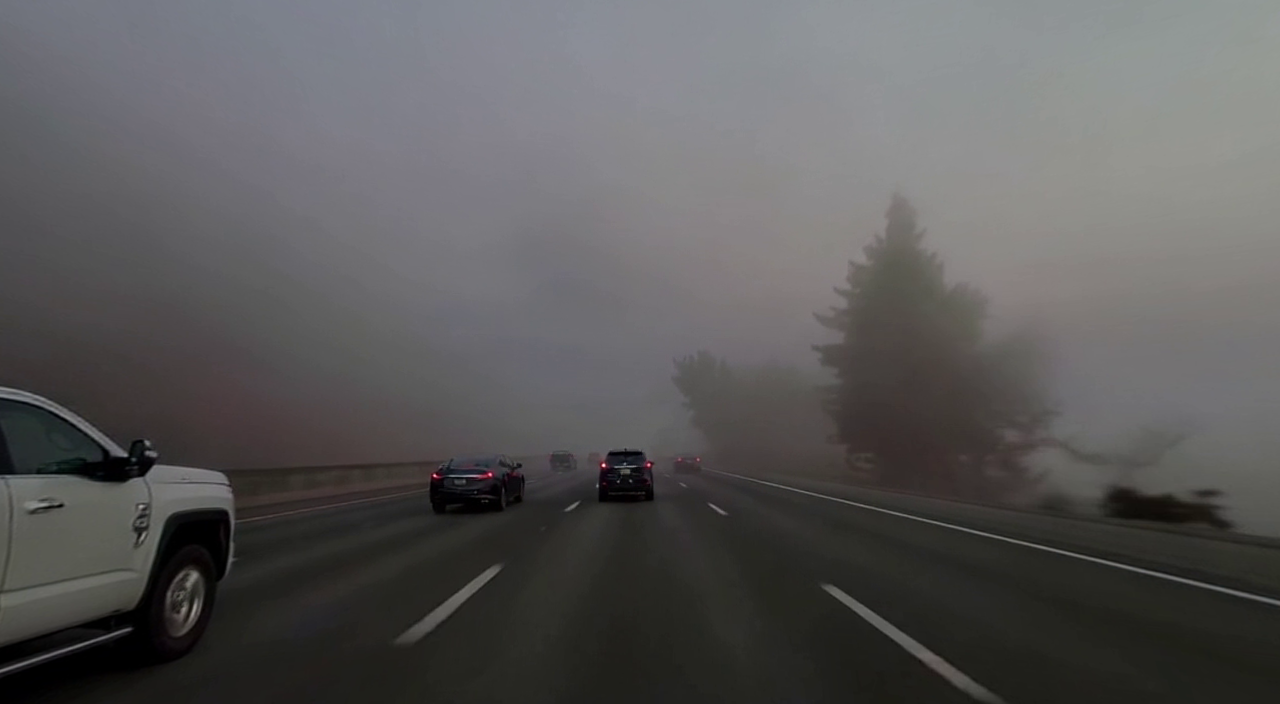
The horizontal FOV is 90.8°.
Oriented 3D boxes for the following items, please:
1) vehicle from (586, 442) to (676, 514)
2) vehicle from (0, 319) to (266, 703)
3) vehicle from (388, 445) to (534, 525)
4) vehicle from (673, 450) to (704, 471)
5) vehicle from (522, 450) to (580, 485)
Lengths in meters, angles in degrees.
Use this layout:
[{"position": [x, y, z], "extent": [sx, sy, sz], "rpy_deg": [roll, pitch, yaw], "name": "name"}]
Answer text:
[{"position": [-0.201, 3.065, 15.736], "extent": [1.996, 1.574, 3.426], "rpy_deg": [0, -9, 0], "name": "vehicle"}, {"position": [-3.949, 0.712, 2.149], "extent": [2.243, 1.889, 4.949], "rpy_deg": [0, -9, 1], "name": "vehicle"}, {"position": [-3.774, 2.884, 14.276], "extent": [1.988, 1.501, 4.438], "rpy_deg": [0, -9, 0], "name": "vehicle"}, {"position": [3.578, 8.077, 47.153], "extent": [1.858, 1.537, 3.838], "rpy_deg": [0, -9, -2], "name": "vehicle"}, {"position": [-4.012, 5.279, 29.140], "extent": [1.999, 1.484, 4.269], "rpy_deg": [0, -9, 1], "name": "vehicle"}]
